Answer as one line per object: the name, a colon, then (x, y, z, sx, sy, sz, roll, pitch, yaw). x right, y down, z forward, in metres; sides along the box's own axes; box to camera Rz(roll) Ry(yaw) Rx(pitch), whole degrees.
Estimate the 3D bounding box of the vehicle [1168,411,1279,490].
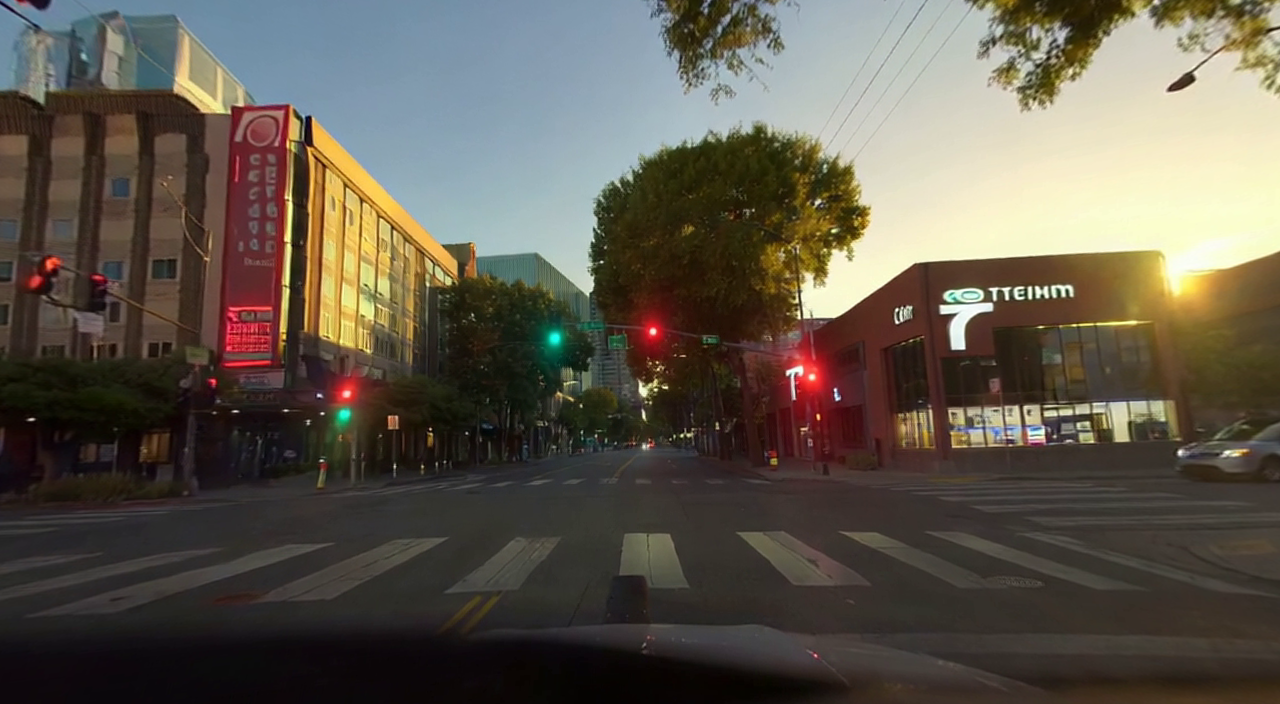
vehicle: (16.343, 2.403, 15.494, 4.836, 1.795, 1.957, 0, -8, 0)
